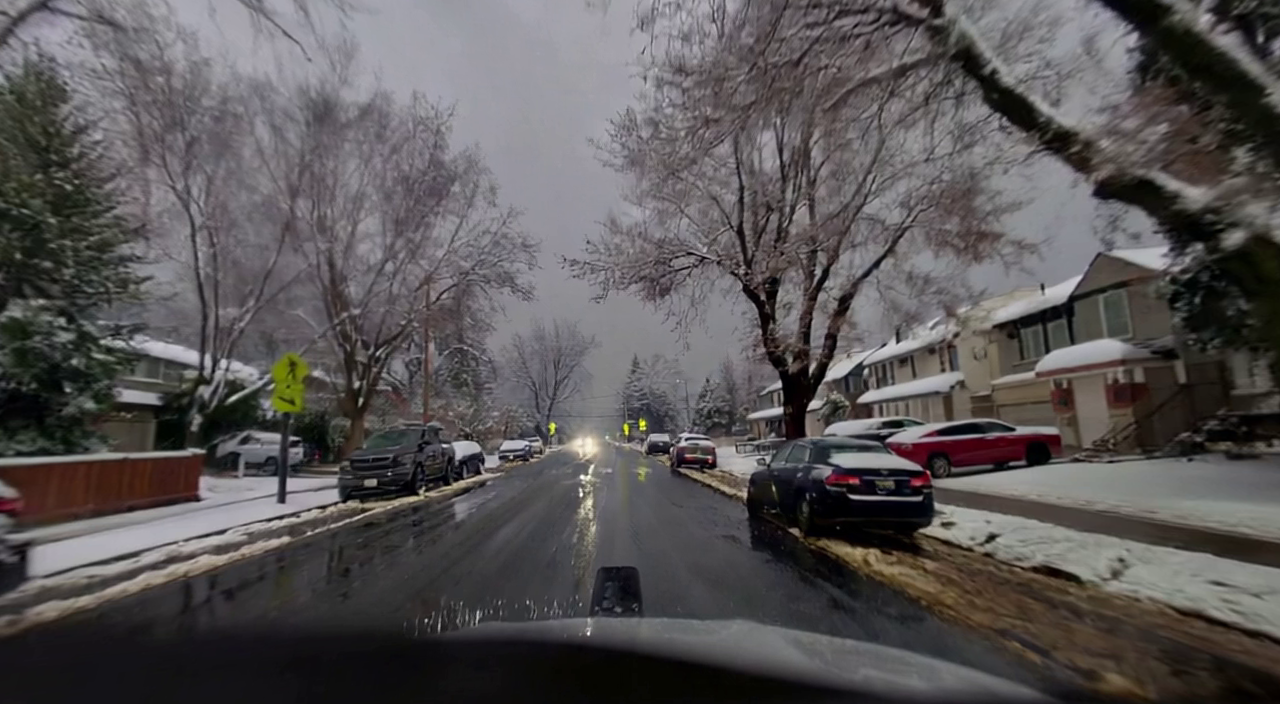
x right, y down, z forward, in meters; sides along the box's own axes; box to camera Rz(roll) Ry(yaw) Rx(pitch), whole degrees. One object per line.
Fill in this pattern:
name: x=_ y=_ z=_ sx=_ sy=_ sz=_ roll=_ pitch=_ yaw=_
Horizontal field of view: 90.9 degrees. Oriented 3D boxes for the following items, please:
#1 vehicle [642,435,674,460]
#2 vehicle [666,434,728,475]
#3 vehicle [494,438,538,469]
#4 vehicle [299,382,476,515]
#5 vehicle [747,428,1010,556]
vehicle: x=1.213 y=6.827 z=45.237 sx=1.997 sy=1.663 sz=4.544 roll=0 pitch=-8 yaw=-2
vehicle: x=2.318 y=4.286 z=26.824 sx=1.875 sy=1.568 sz=4.899 roll=0 pitch=-8 yaw=-3
vehicle: x=-7.125 y=5.863 z=36.783 sx=1.972 sy=1.502 sz=5.530 roll=1 pitch=-7 yaw=-5
vehicle: x=-5.964 y=2.369 z=15.977 sx=2.270 sy=2.706 sz=5.871 roll=1 pitch=-8 yaw=-3
vehicle: x=3.282 y=1.978 z=9.886 sx=1.972 sy=1.492 sz=4.506 roll=0 pitch=-8 yaw=-6
